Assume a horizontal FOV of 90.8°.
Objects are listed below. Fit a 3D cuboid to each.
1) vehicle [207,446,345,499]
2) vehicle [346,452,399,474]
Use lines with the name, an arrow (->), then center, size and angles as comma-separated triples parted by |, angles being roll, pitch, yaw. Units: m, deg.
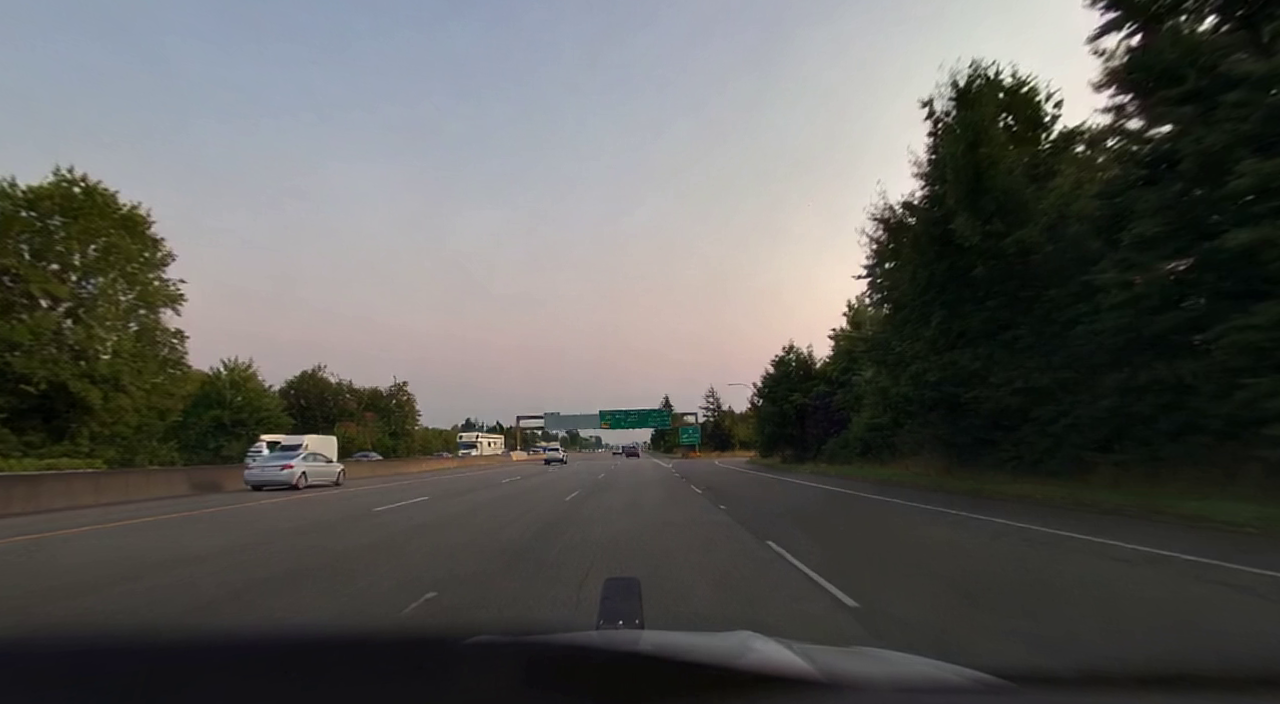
vehicle -> -11.641, 3.845, 20.591 | 1.981, 1.503, 4.207 | 0, -9, 0
vehicle -> -19.605, 8.123, 46.464 | 1.924, 1.449, 4.472 | 0, -9, 1
